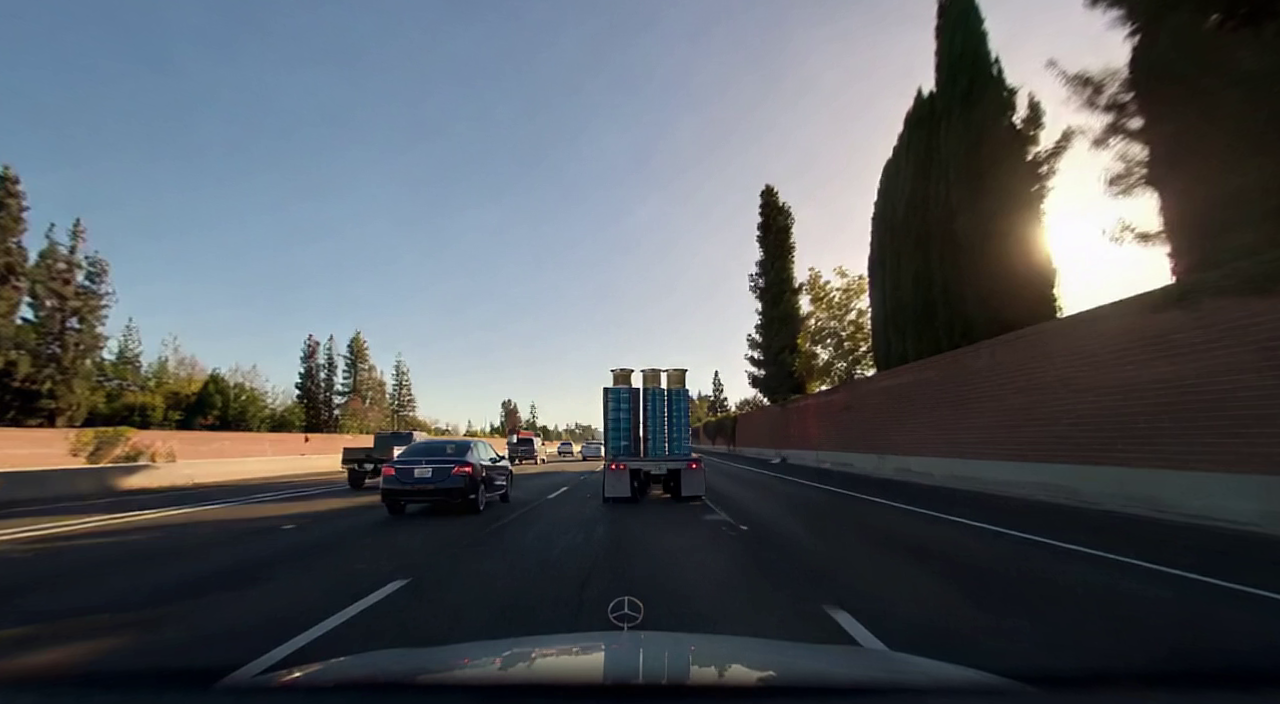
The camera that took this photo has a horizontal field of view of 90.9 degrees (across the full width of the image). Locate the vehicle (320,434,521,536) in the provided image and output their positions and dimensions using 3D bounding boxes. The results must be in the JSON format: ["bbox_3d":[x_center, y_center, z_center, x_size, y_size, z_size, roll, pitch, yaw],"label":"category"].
[{"bbox_3d":[-3.647,2.284,11.555,1.974,1.475,4.538,0,-8,1],"label":"vehicle"}]

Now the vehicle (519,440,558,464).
[{"bbox_3d":[-7.155,7.116,44.959,1.965,1.627,4.288,0,-8,1],"label":"vehicle"}]

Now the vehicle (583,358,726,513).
[{"bbox_3d":[0.355,2.259,16.749,2.798,3.071,8.412,0,-8,1],"label":"vehicle"}]
